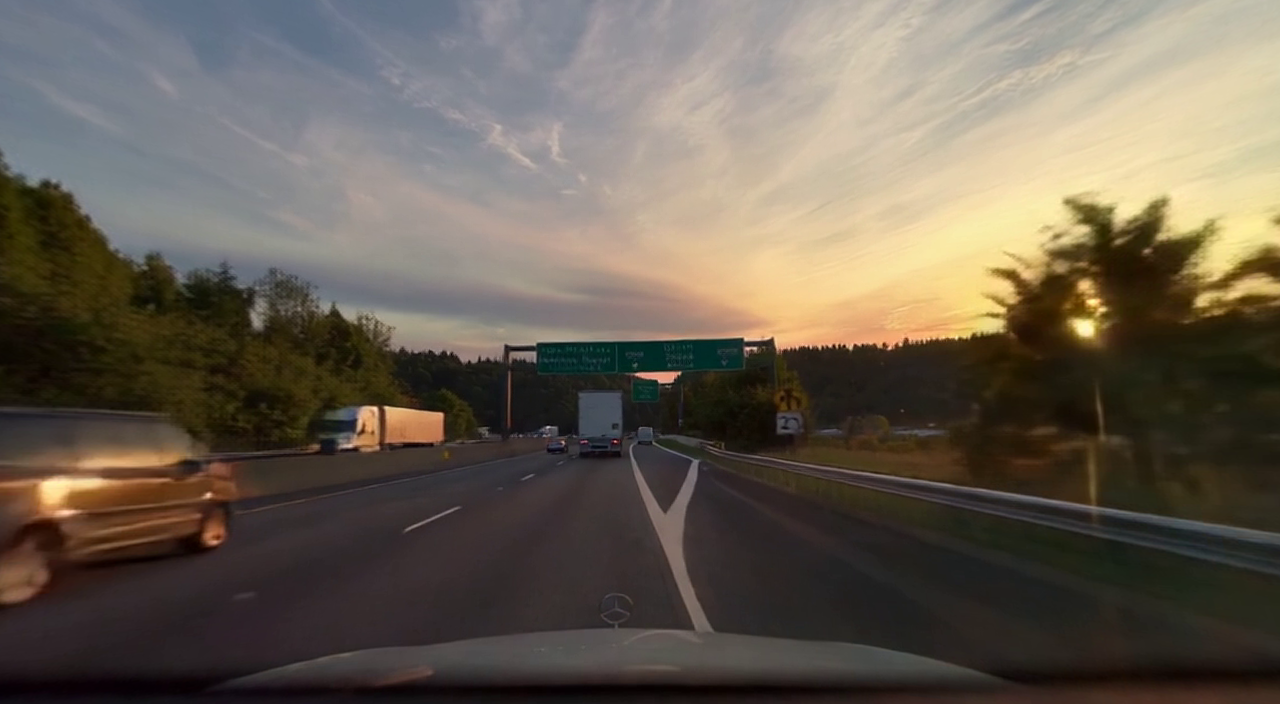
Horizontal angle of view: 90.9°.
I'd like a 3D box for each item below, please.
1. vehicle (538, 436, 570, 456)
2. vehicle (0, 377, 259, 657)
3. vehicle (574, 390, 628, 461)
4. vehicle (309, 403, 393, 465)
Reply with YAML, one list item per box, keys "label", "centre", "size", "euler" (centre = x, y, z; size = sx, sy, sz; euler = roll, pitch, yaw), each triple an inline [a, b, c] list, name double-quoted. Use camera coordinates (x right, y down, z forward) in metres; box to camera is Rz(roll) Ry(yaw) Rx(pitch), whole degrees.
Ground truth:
- label: "vehicle"
  centre: [-6.586, 7.181, 48.421]
  size: [1.931, 1.479, 4.083]
  euler: [0, -8, -1]
- label: "vehicle"
  centre: [-4.855, 1.042, 4.166]
  size: [2.068, 1.647, 4.321]
  euler: [0, -8, -2]
- label: "vehicle"
  centre: [-2.187, 4.463, 37.594]
  size: [2.855, 3.741, 8.587]
  euler: [0, -8, -2]
- label: "vehicle"
  centre: [-19.535, 5.599, 43.033]
  size: [2.953, 3.896, 5.885]
  euler: [0, -8, -1]
